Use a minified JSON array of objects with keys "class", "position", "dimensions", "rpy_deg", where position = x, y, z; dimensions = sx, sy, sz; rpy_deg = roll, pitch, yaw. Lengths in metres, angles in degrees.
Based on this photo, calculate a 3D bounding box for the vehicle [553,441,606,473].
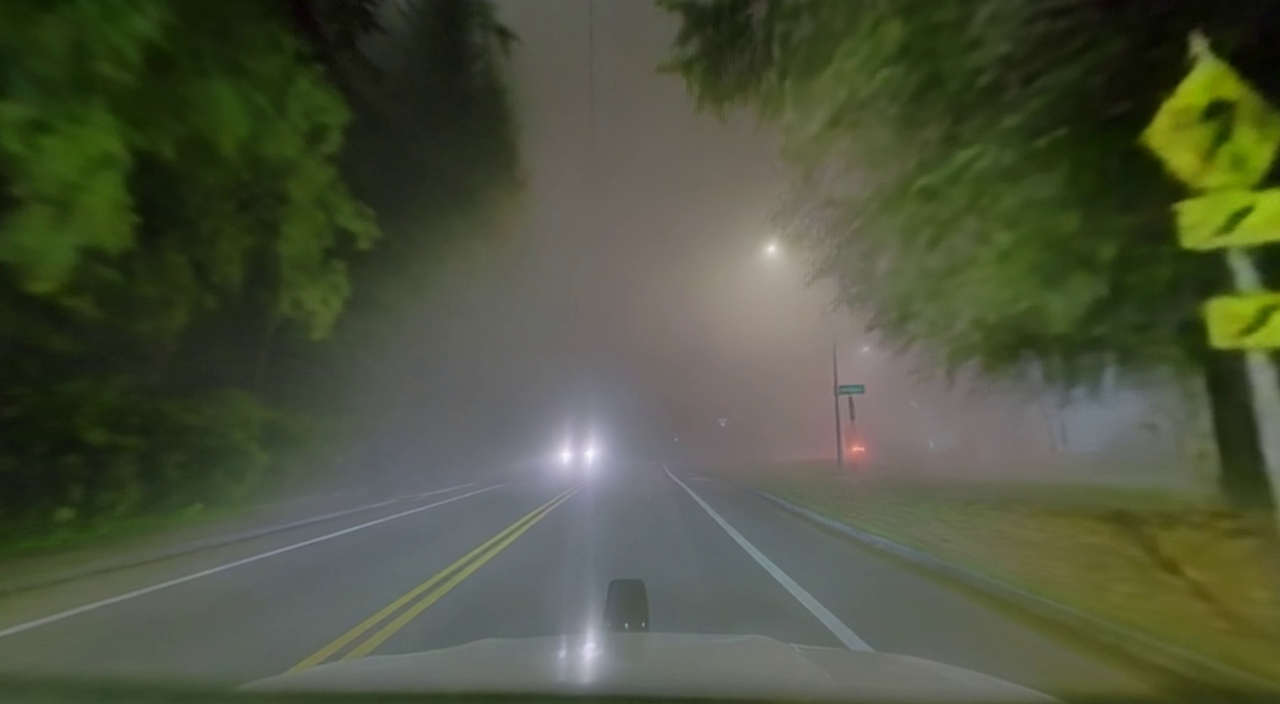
[{"class":"vehicle","position":[-3.398,6.064,36.601],"dimensions":[2.390,1.721,4.863],"rpy_deg":[-1,-9,3]}]
